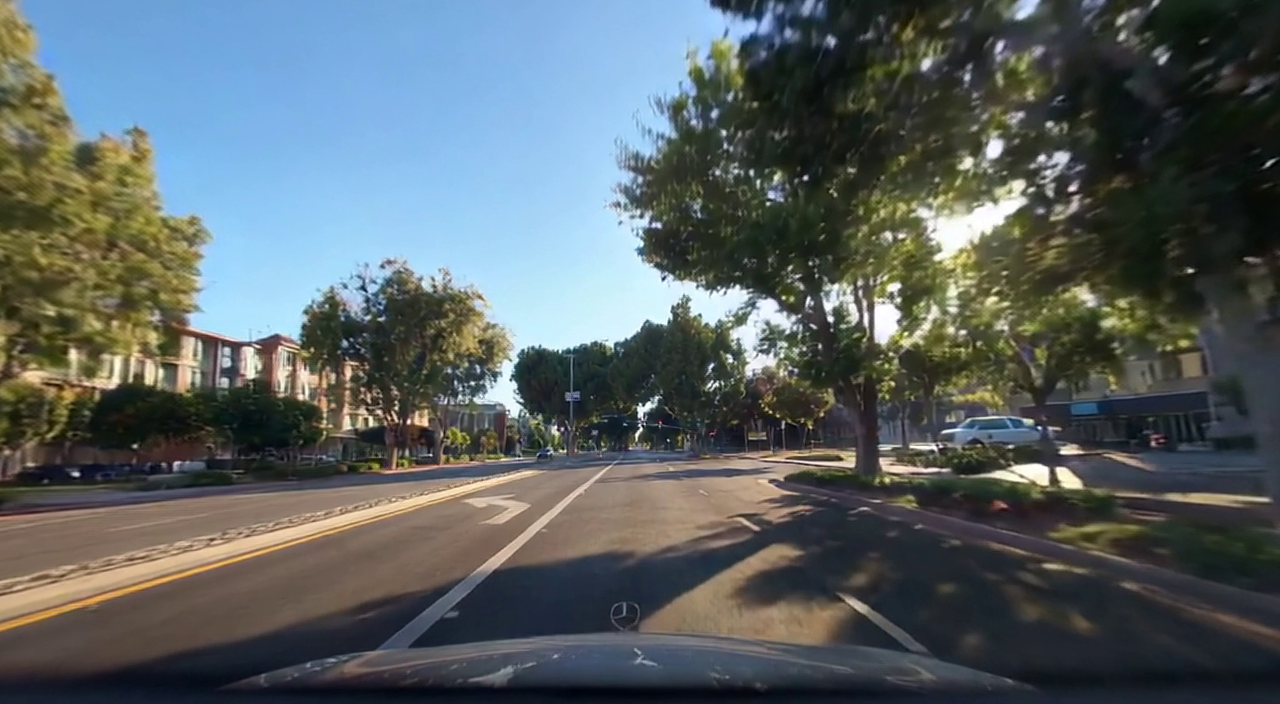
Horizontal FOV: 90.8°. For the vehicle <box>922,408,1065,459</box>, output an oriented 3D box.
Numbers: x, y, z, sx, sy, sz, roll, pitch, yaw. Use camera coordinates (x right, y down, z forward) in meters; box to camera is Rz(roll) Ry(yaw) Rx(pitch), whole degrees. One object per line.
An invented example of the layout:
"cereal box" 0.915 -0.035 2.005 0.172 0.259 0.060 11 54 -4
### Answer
"vehicle" 19.642 4.585 35.356 6.543 2.736 2.324 0 -9 -2
